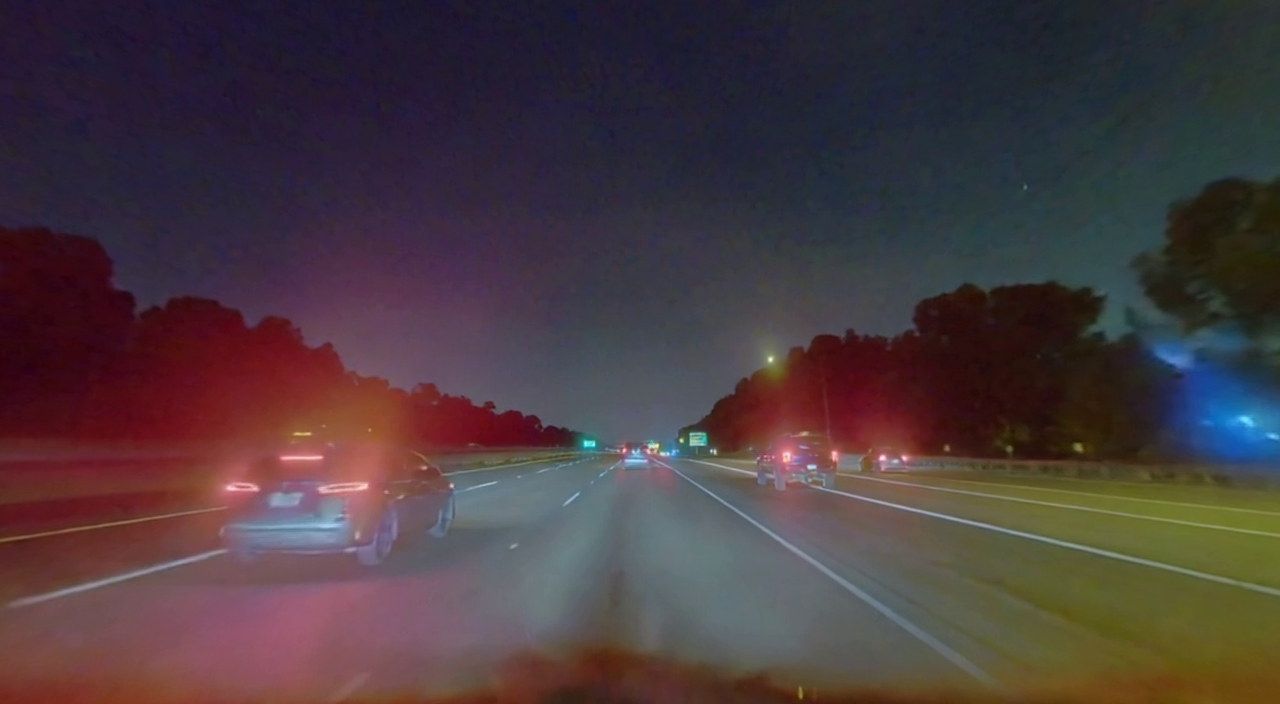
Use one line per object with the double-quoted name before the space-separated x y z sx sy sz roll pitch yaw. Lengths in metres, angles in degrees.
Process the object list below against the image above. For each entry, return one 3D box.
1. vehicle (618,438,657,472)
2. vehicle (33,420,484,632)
"vehicle" -0.178 6.271 38.741 2.269 1.924 4.596 0 -9 -1
"vehicle" -3.490 1.687 7.300 2.140 1.574 4.946 0 -9 0
